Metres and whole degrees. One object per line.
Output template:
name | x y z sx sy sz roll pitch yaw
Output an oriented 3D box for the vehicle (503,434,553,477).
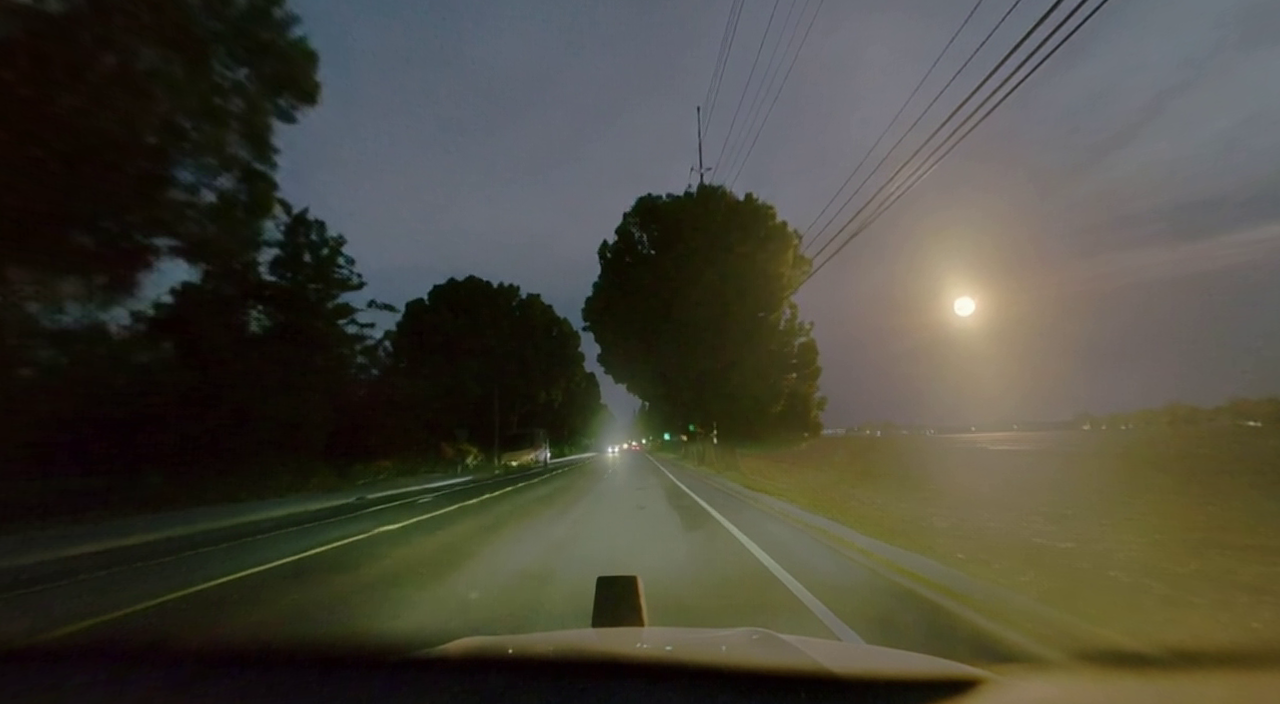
vehicle | -7.857 7.249 44.897 2.351 2.696 6.106 -2 -7 1
